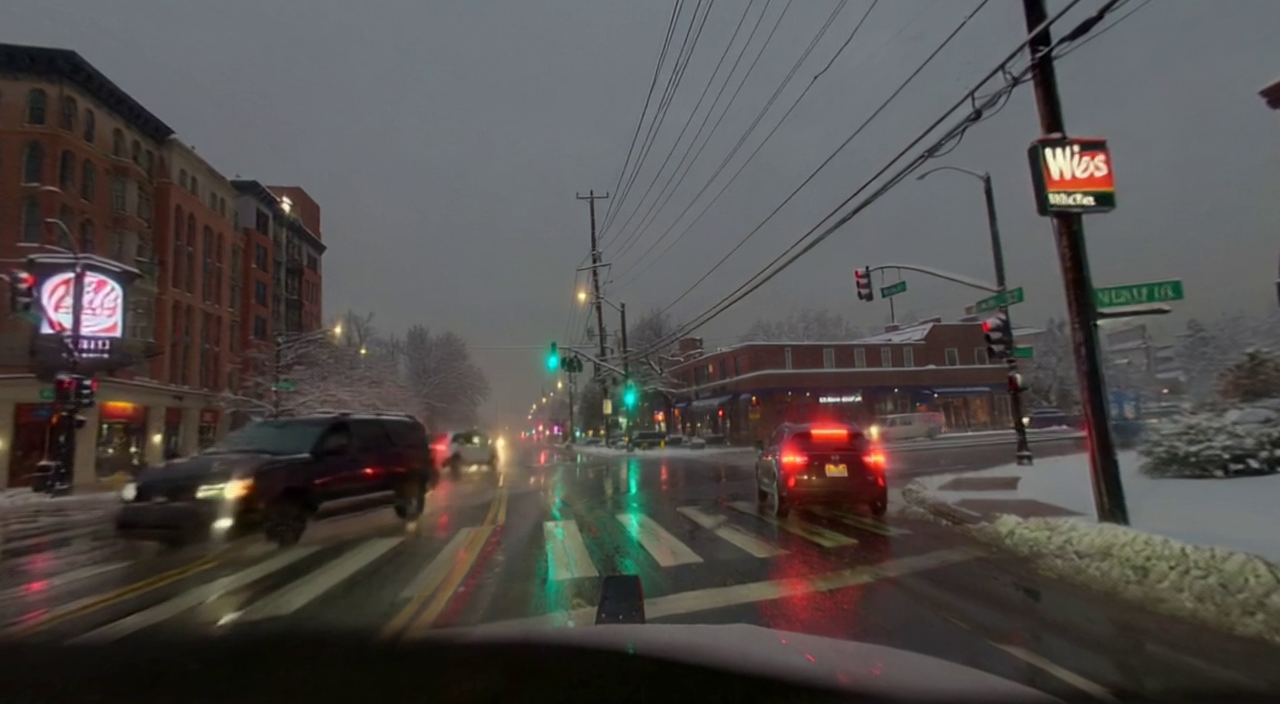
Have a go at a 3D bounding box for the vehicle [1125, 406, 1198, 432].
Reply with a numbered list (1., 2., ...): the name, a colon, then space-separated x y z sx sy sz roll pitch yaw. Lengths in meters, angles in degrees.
1. vehicle: 32.017 4.134 38.755 4.433 1.453 1.804 4 -10 -29

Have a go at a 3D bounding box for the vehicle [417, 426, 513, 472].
1. vehicle: -7.208 4.062 26.578 2.105 1.761 4.292 -2 -9 12

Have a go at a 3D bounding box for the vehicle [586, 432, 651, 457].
1. vehicle: -1.604 6.818 46.576 4.506 1.733 1.857 1 -9 -11

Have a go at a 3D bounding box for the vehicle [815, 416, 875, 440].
1. vehicle: 16.049 5.951 49.368 4.589 1.730 1.801 4 -8 -31

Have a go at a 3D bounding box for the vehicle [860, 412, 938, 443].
1. vehicle: 16.212 4.770 39.527 4.474 1.788 2.039 4 -10 -29

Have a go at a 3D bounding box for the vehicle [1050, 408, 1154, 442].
1. vehicle: 21.714 3.464 29.673 4.707 1.487 1.907 4 -9 -27

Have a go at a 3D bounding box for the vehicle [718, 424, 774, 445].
1. vehicle: 7.566 5.966 45.334 1.866 1.430 3.901 5 -10 -31

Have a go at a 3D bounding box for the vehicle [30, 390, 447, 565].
1. vehicle: -5.653 1.876 10.249 2.374 1.985 5.588 -2 -9 12
